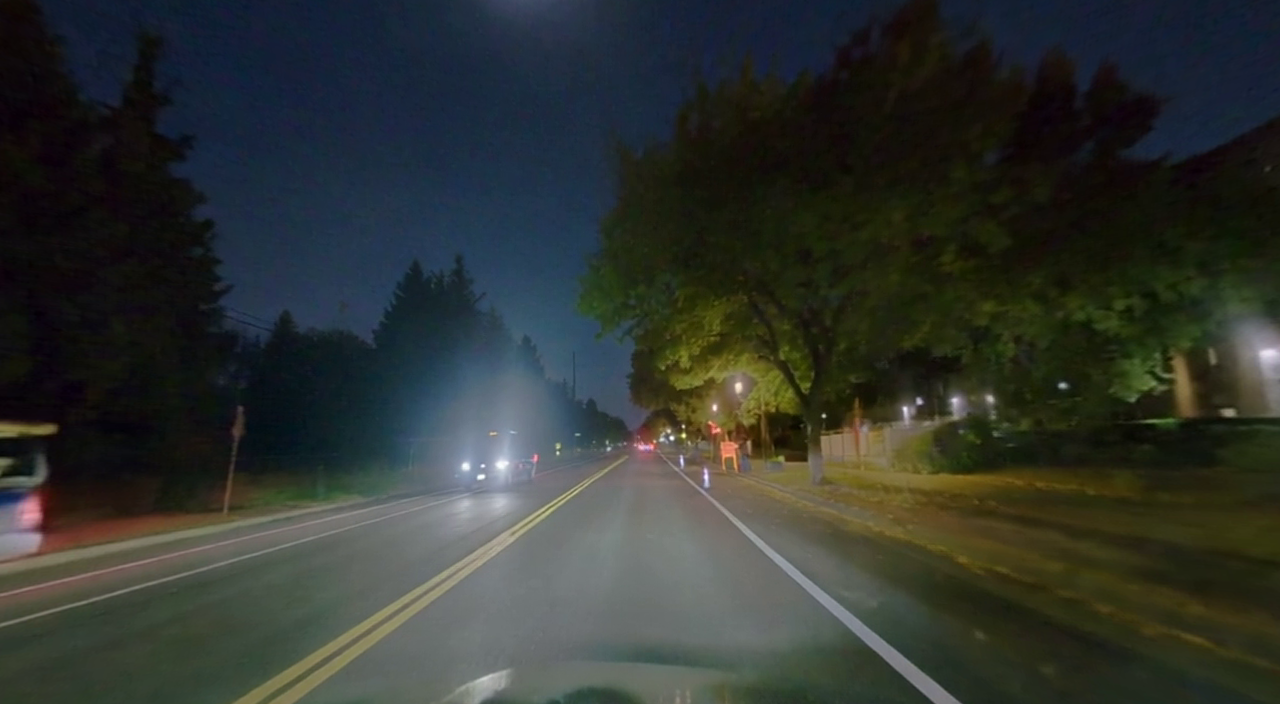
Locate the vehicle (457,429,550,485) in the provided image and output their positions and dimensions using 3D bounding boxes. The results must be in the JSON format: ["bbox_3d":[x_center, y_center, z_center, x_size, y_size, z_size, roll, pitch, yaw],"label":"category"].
[{"bbox_3d":[-6.190,4.855,29.429,2.517,2.323,5.205,-1,-8,8],"label":"vehicle"}]
